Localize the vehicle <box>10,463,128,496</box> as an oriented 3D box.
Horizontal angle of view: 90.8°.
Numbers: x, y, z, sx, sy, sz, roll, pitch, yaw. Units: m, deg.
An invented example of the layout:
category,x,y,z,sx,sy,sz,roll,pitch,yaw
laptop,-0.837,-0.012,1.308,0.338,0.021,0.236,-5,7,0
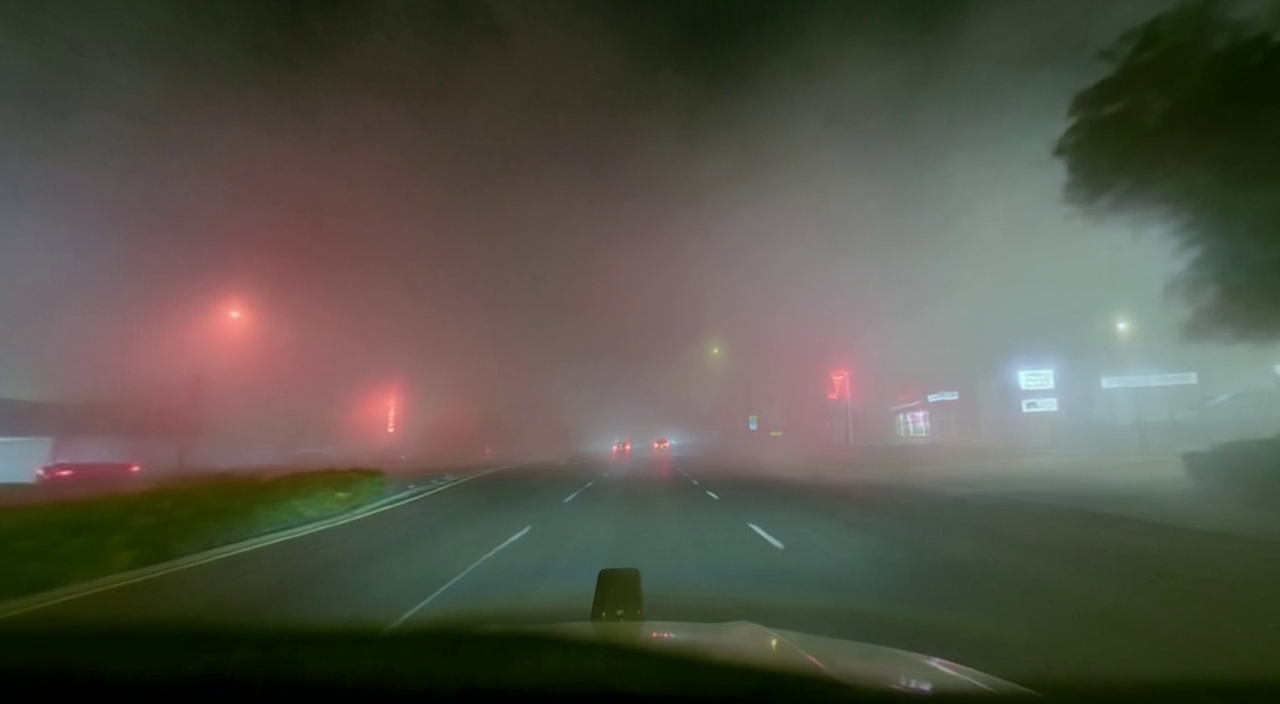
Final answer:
category,x,y,z,sx,sy,sz,roll,pitch,yaw
vehicle,-30.278,6.751,33.708,1.820,1.467,4.594,-1,-8,4
